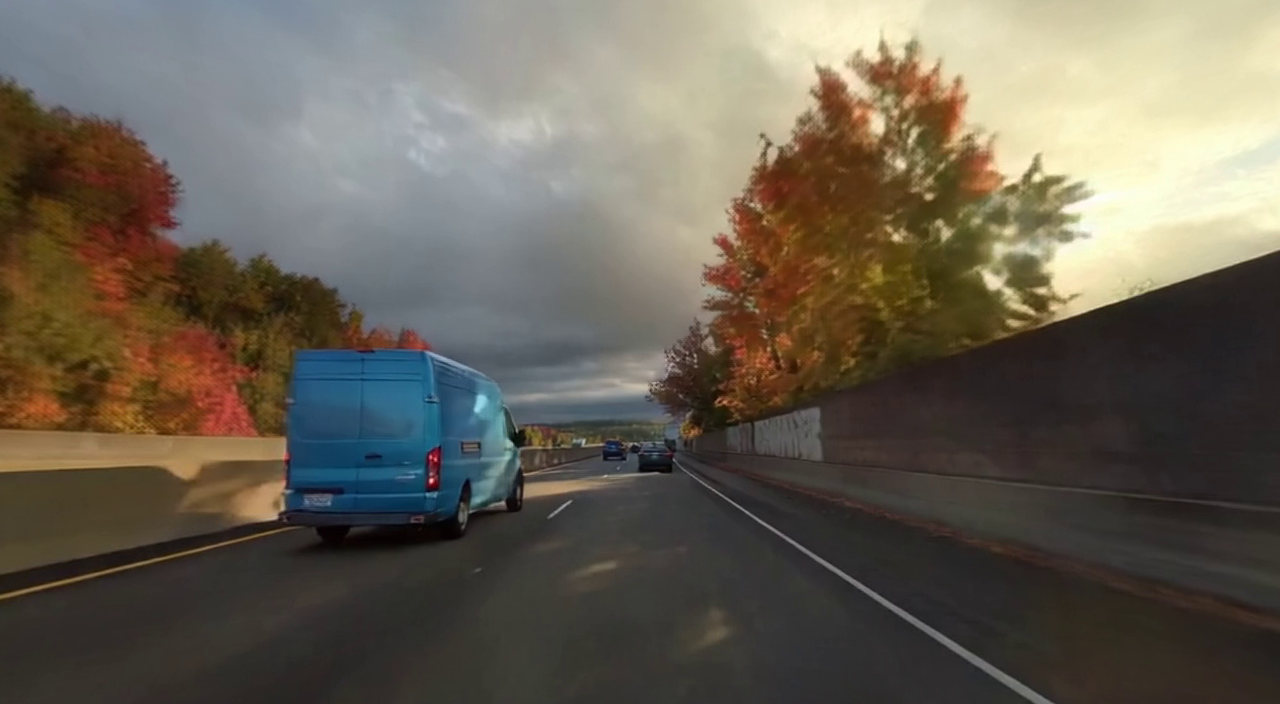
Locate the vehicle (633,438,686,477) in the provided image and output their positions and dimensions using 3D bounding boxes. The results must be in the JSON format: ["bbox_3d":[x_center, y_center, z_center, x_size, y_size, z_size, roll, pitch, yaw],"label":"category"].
[{"bbox_3d":[0.783,4.356,26.323,2.071,1.487,3.948,0,-8,1],"label":"vehicle"}]

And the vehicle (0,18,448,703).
[{"bbox_3d":[-3.421,0.444,4.731,2.334,2.769,5.087,0,-8,-1],"label":"vehicle"}]
